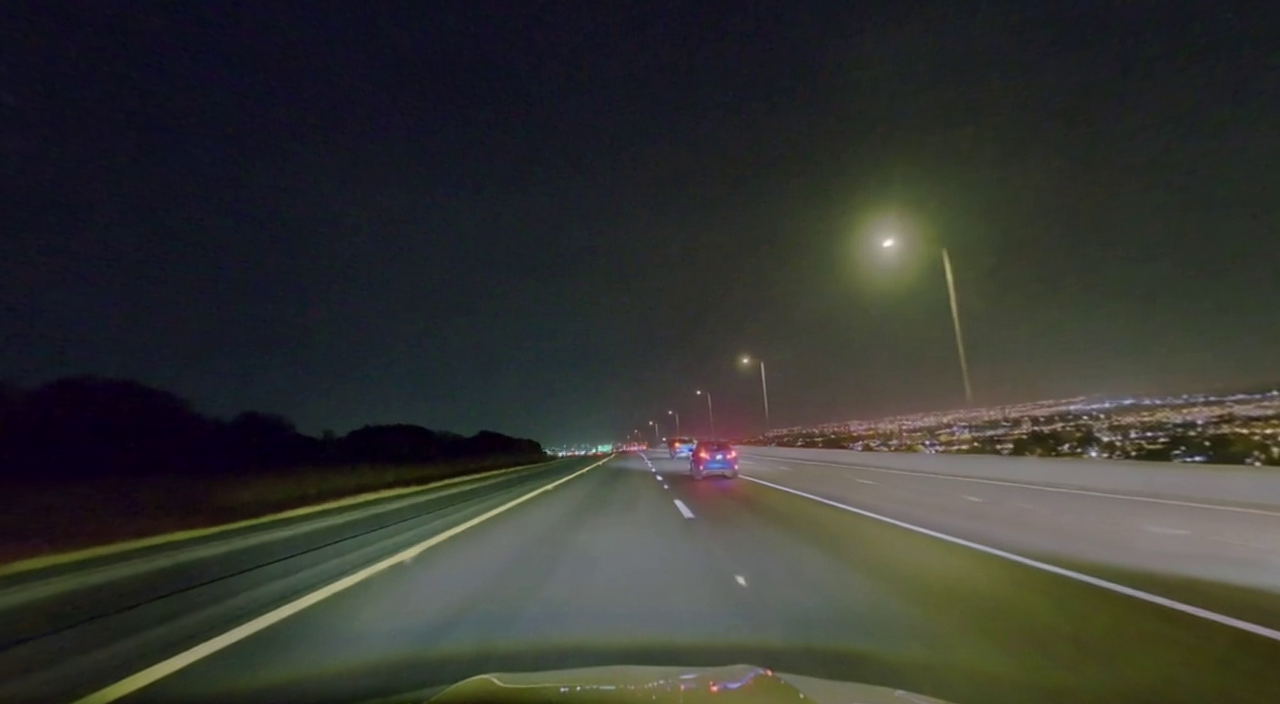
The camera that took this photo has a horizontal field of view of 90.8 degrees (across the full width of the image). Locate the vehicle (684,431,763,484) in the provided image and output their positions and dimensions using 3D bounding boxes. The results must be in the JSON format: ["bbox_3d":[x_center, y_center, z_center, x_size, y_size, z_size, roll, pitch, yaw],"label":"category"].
[{"bbox_3d":[3.023,3.956,23.965,2.141,1.785,4.778,0,-8,-2],"label":"vehicle"}]
